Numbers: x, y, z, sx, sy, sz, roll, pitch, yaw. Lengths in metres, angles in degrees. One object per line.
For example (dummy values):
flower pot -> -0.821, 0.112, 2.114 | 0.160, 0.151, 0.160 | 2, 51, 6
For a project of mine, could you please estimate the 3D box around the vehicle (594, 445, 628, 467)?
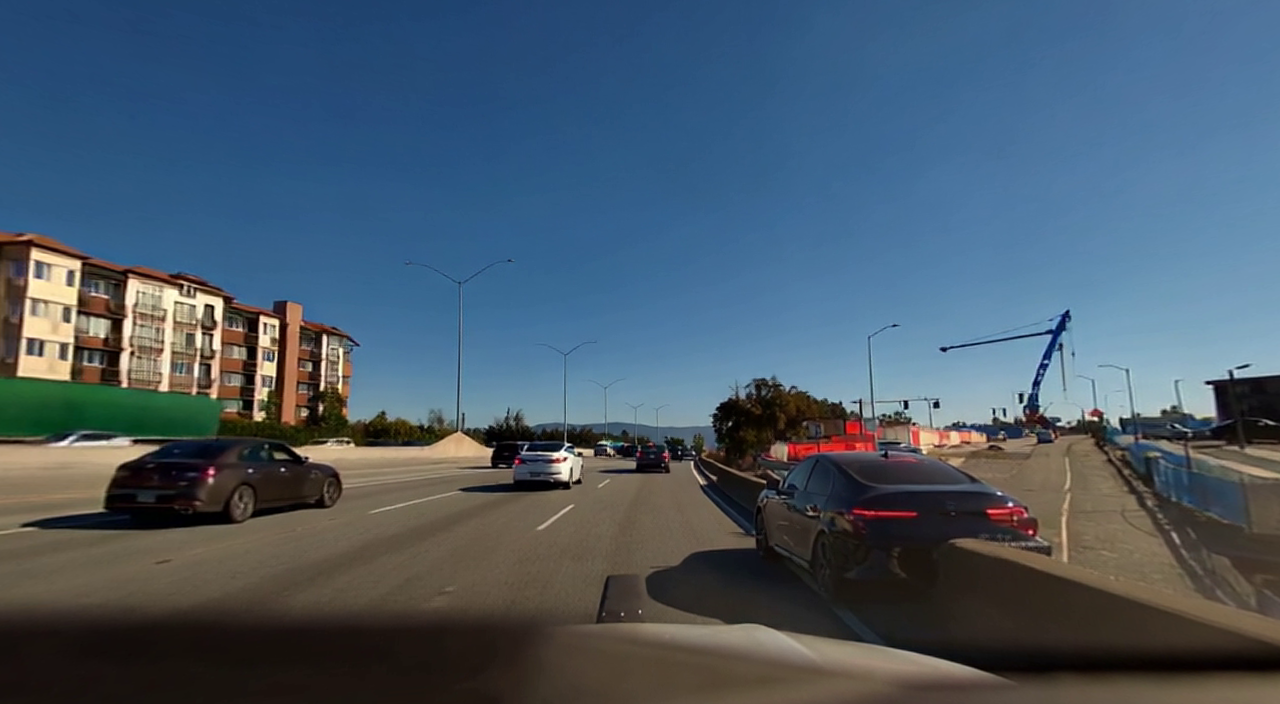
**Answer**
vehicle -> -2.033, 7.501, 45.808 | 2.029, 1.497, 3.960 | 0, -8, 4

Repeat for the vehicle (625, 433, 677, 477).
vehicle -> 0.531, 4.522, 27.908 | 2.116, 1.763, 4.352 | 0, -8, 2

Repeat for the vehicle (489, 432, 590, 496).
vehicle -> -2.860, 3.317, 19.035 | 2.109, 1.657, 4.554 | 0, -8, 2

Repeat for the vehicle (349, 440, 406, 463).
vehicle -> -18.645, 7.098, 45.004 | 1.838, 1.515, 4.705 | 0, -8, 3

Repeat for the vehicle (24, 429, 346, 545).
vehicle -> -6.996, 2.092, 10.490 | 1.959, 1.486, 4.460 | 0, -8, 1
